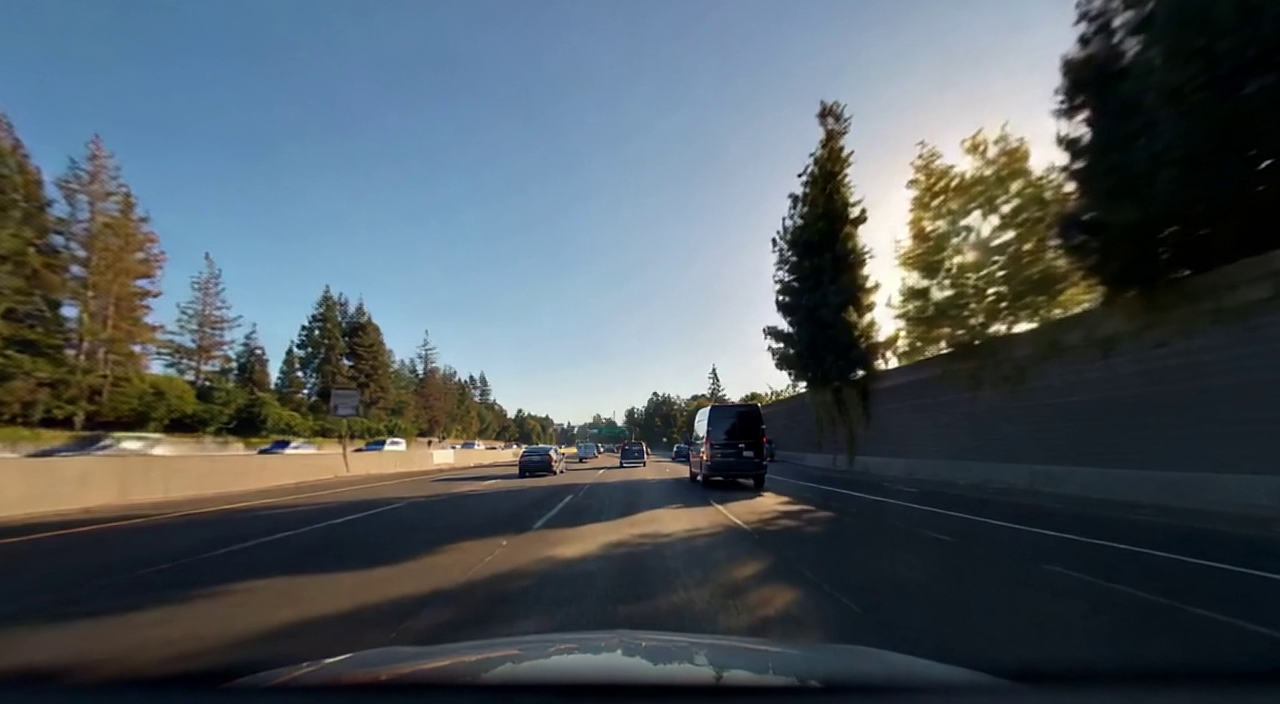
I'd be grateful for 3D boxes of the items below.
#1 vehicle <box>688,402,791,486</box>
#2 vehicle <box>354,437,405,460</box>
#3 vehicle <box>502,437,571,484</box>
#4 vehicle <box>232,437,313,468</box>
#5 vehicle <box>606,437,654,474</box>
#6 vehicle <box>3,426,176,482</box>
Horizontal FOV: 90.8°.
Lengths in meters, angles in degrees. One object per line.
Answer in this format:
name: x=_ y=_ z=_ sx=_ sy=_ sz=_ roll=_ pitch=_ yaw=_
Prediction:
vehicle: x=3.493 y=3.483 z=23.854 sx=2.631 sy=2.709 sz=6.496 roll=0 pitch=-9 yaw=-2
vehicle: x=-17.407 y=6.464 z=42.413 sx=1.932 sy=1.435 sz=3.510 roll=0 pitch=-9 yaw=-1
vehicle: x=-4.026 y=4.291 z=25.307 sx=2.023 sy=1.709 sz=4.263 roll=0 pitch=-8 yaw=0
vehicle: x=-21.095 y=5.781 z=36.513 sx=2.081 sy=1.661 sz=4.457 roll=0 pitch=-8 yaw=-1
vehicle: x=-0.533 y=5.361 z=32.886 sx=2.297 sy=1.783 sz=4.355 roll=0 pitch=-9 yaw=-1
vehicle: x=-16.917 y=3.159 z=19.714 sx=2.134 sy=1.538 sz=3.622 roll=0 pitch=-8 yaw=-1
